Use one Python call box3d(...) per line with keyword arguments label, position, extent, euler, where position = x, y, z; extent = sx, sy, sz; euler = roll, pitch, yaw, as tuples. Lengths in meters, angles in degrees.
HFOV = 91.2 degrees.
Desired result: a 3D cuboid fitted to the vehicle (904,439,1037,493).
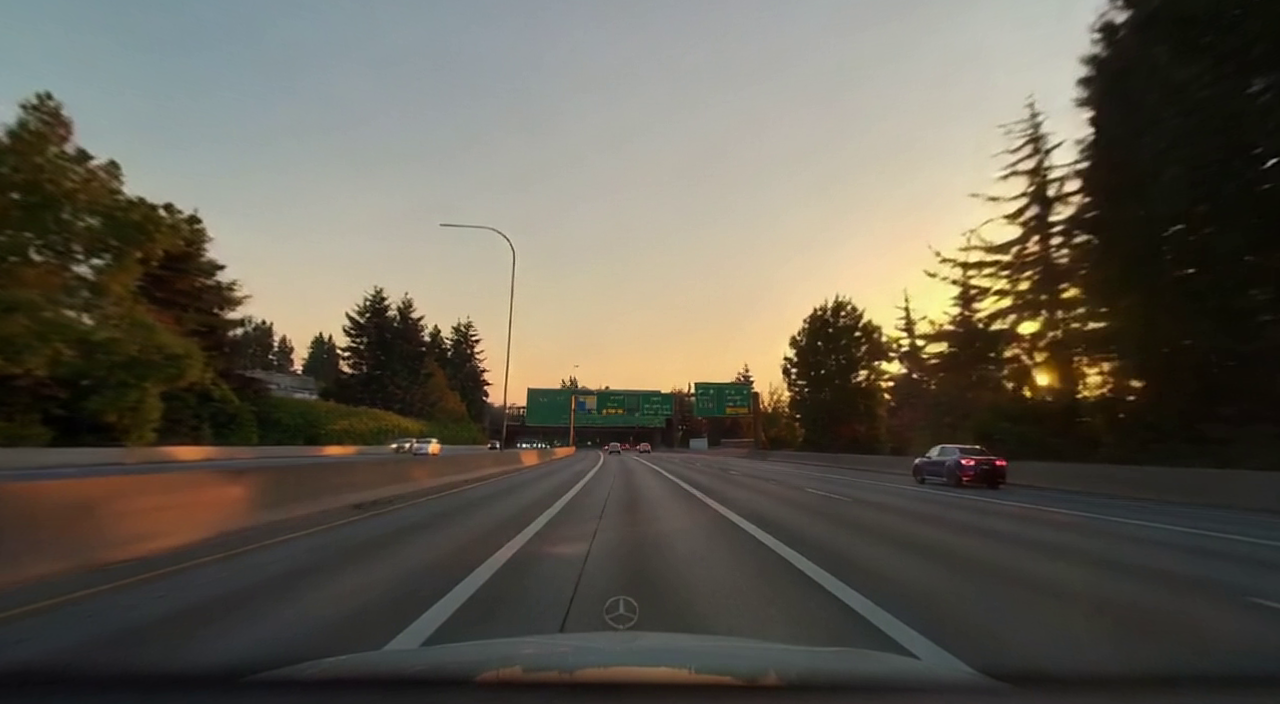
box3d(label="vehicle", position=(9.833, 3.409, 19.022), extent=(1.853, 1.463, 3.780), euler=(0, -9, -2))
